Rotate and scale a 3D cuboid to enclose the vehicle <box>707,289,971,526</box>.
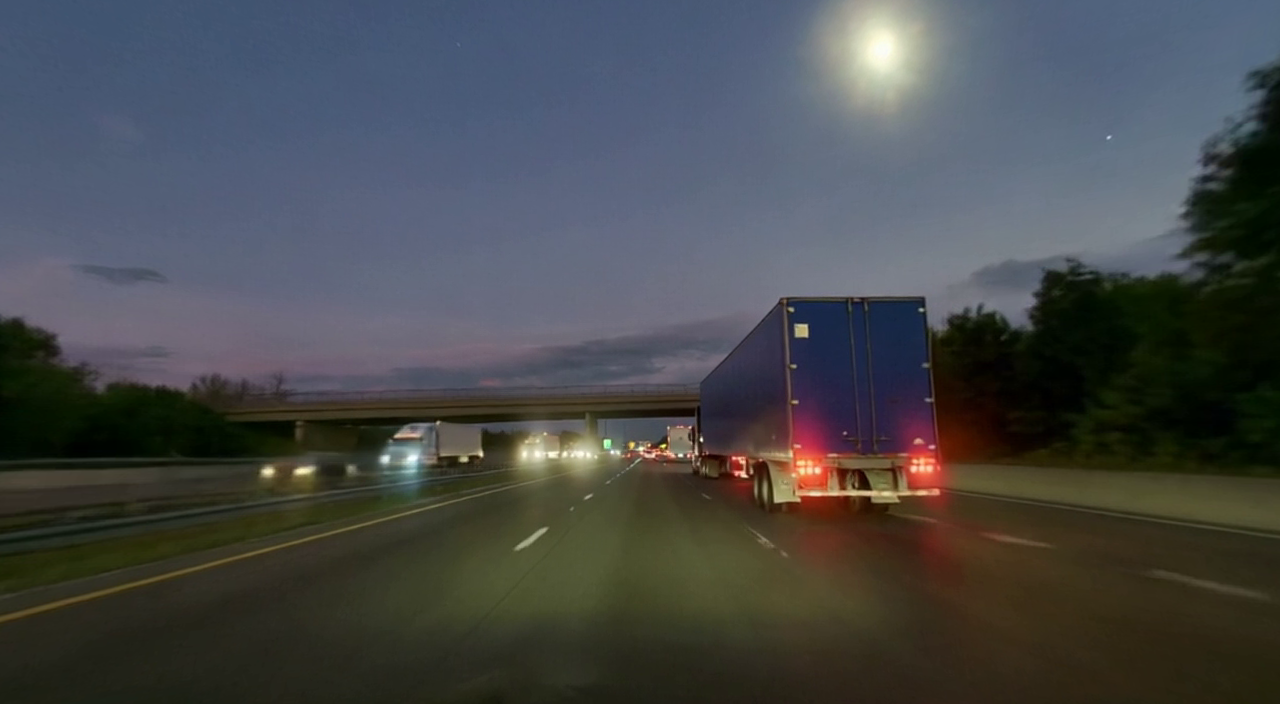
[{"bbox_3d":[4.094,1.996,17.833,2.825,4.054,14.210,0,-9,0],"label":"vehicle"}]

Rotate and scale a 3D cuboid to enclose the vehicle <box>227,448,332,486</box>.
[{"bbox_3d":[-14.725,4.698,26.058,1.923,1.444,4.006,0,-9,1],"label":"vehicle"}]
